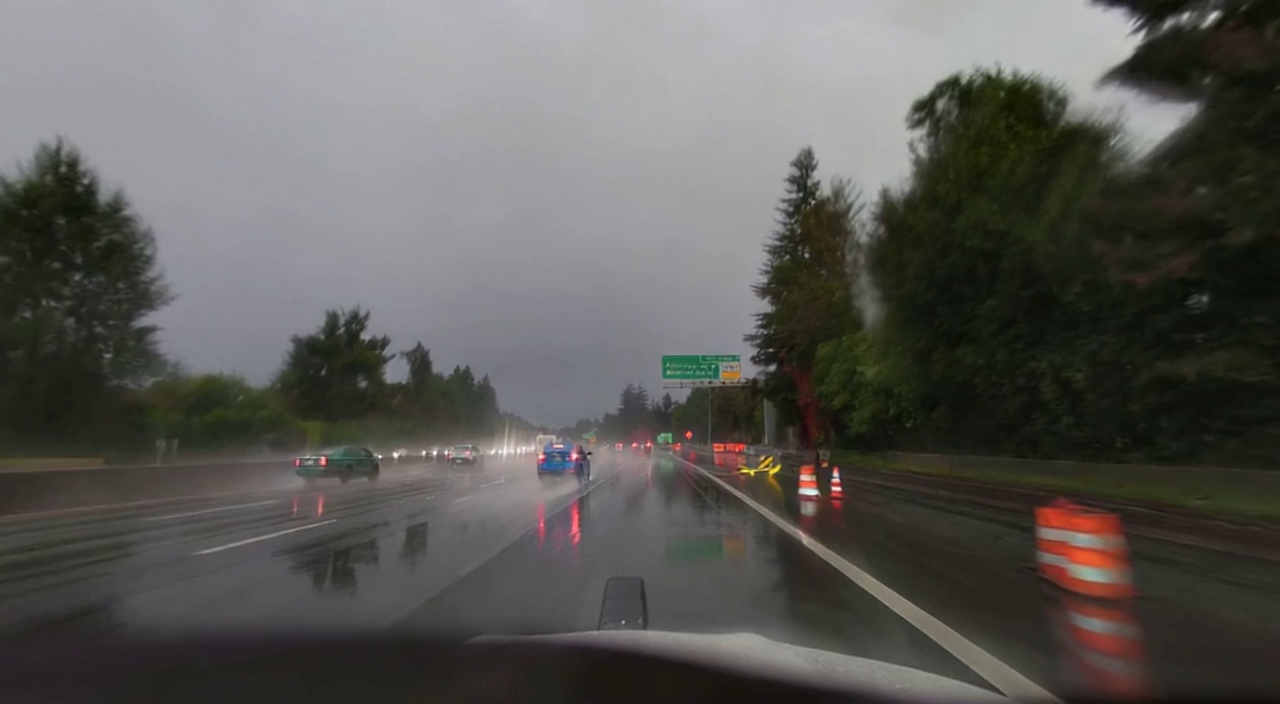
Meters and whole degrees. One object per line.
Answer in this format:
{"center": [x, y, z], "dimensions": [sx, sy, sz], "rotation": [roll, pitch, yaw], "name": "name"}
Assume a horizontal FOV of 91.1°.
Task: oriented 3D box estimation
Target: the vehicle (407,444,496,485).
{"center": [-7.295, 4.370, 24.786], "dimensions": [1.951, 1.439, 4.633], "rotation": [0, -8, 2], "name": "vehicle"}

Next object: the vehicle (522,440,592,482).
{"center": [-3.151, 4.248, 24.838], "dimensions": [1.963, 1.462, 4.681], "rotation": [0, -8, 2], "name": "vehicle"}

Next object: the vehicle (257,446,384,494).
{"center": [-10.917, 4.030, 21.896], "dimensions": [1.946, 1.472, 4.472], "rotation": [0, -8, 2], "name": "vehicle"}
